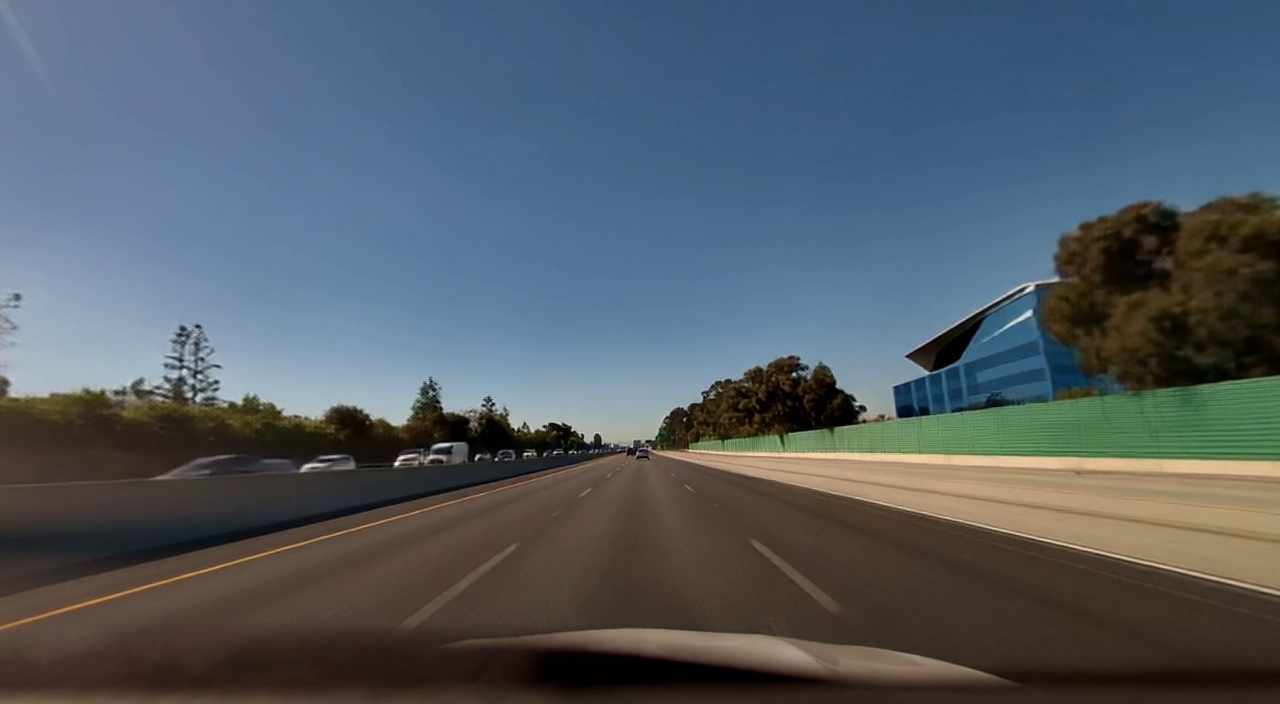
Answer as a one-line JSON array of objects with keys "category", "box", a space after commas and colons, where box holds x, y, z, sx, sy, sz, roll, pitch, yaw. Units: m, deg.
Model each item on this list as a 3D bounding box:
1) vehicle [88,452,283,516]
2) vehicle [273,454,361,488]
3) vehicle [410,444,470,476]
[{"category": "vehicle", "box": [-11.954, 3.461, 17.055, 1.922, 1.458, 4.410, 0, -9, 1]}, {"category": "vehicle", "box": [-15.942, 5.889, 31.407, 2.046, 1.523, 4.376, 0, -9, 0]}, {"category": "vehicle", "box": [-12.030, 6.536, 38.297, 2.007, 1.756, 4.699, -1, -9, 1]}]
